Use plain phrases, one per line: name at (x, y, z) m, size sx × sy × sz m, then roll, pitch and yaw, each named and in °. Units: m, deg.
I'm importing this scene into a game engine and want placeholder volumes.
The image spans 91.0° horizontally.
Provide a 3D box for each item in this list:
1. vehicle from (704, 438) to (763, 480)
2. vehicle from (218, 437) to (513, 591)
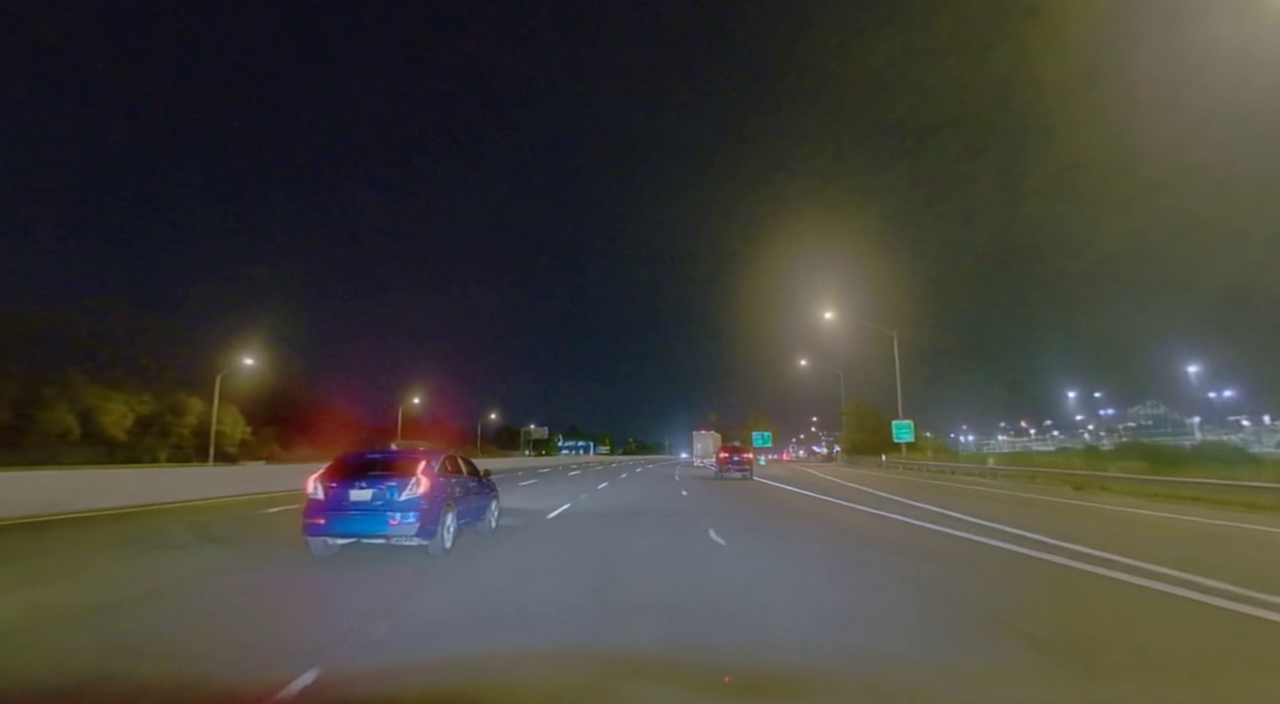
vehicle at (4.395, 5.124, 30.424) m, size 2.225 × 1.833 × 4.340 m, roll 0°, pitch -9°, yaw 1°
vehicle at (-3.155, 1.941, 8.452) m, size 1.937 × 1.490 × 4.372 m, roll 0°, pitch -9°, yaw 1°
